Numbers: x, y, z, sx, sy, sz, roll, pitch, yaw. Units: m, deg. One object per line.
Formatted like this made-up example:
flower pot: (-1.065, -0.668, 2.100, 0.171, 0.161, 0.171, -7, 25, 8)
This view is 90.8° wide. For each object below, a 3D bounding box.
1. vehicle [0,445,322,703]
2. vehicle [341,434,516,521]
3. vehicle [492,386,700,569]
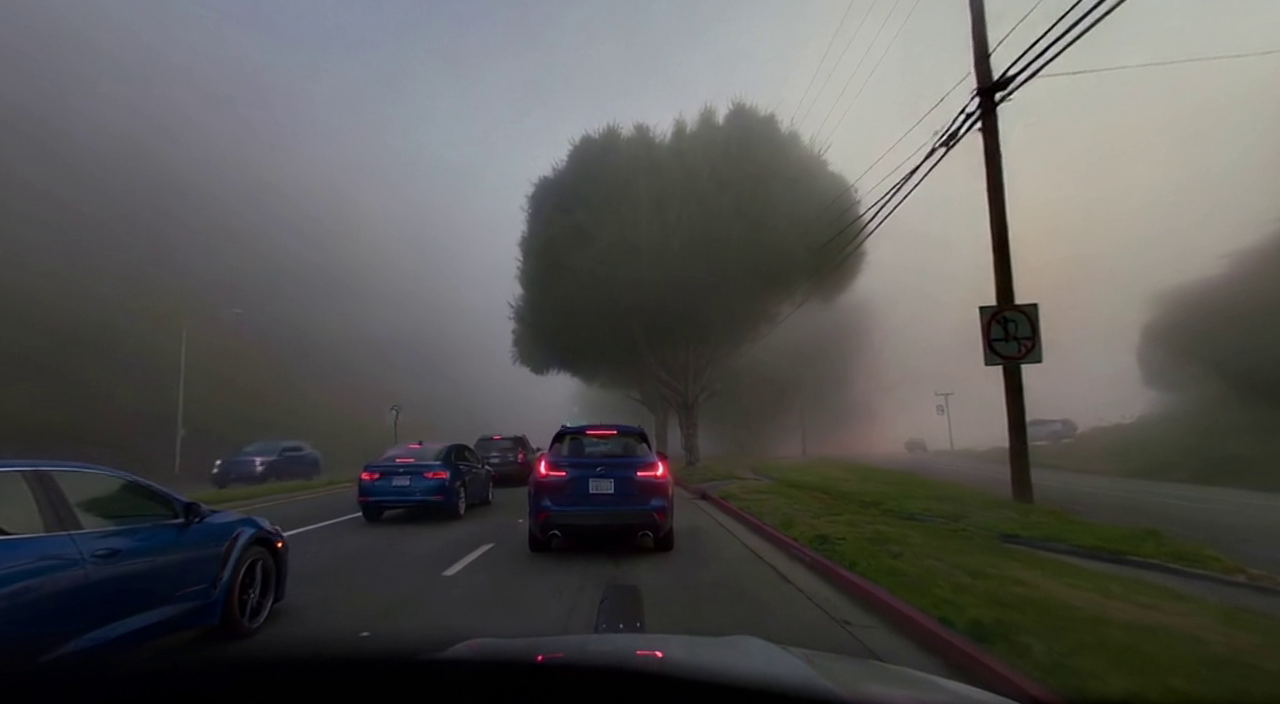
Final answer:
vehicle: (-3.743, 1.150, 3.274, 1.865, 1.314, 4.461, 0, -8, 0)
vehicle: (-4.077, 2.486, 13.120, 2.087, 1.485, 4.452, 0, -8, 0)
vehicle: (-0.450, 1.504, 8.154, 2.012, 1.769, 3.897, 0, -8, -1)
